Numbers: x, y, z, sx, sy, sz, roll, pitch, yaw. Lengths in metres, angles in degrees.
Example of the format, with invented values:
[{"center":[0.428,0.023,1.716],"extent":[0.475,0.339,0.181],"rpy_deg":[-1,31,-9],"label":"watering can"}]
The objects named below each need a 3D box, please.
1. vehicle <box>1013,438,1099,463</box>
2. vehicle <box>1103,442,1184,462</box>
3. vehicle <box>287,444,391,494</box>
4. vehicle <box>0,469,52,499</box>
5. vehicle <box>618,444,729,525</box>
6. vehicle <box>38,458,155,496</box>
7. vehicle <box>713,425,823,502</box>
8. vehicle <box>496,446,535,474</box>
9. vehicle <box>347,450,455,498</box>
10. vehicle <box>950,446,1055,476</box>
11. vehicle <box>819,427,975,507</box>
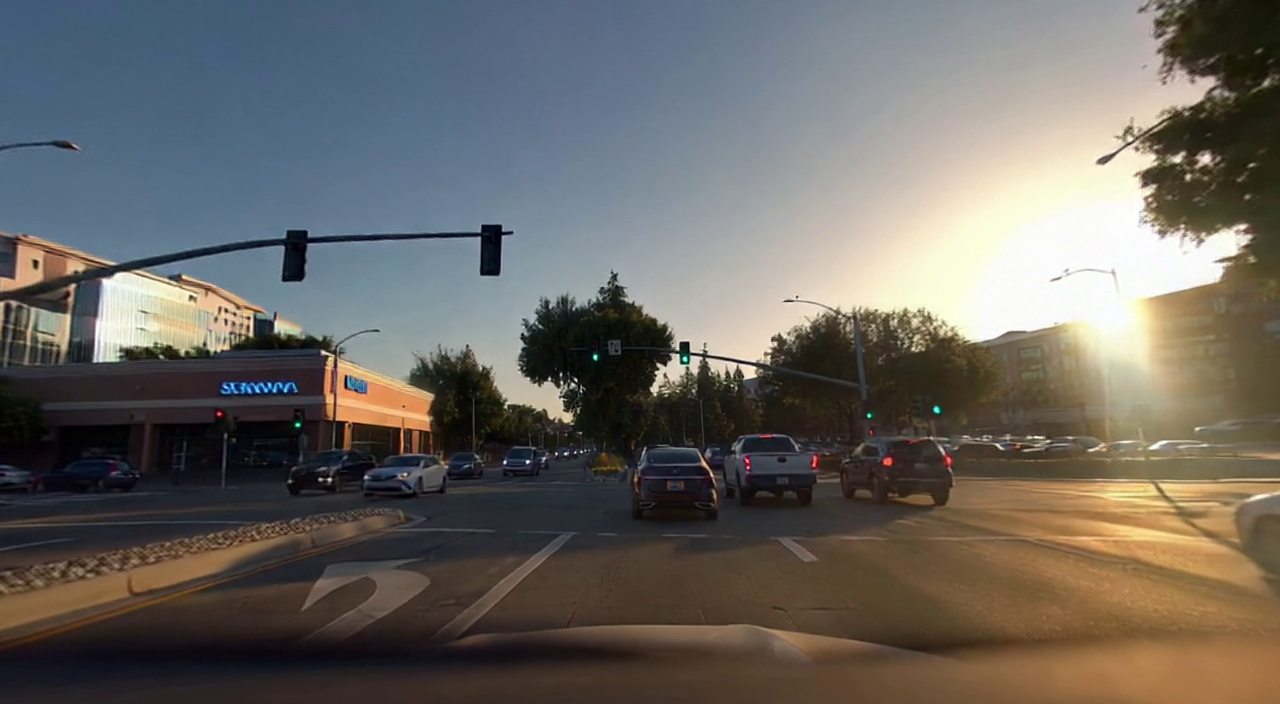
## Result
[{"center":[31.423,7.450,47.751],"extent":[4.885,1.883,2.107],"rpy_deg":[0,-8,1],"label":"vehicle"},{"center":[36.364,7.234,45.636],"extent":[4.230,1.449,1.782],"rpy_deg":[0,-8,1],"label":"vehicle"},{"center":[-12.200,4.718,25.935],"extent":[1.991,1.844,4.393],"rpy_deg":[0,-8,1],"label":"vehicle"},{"center":[-35.191,7.241,34.721],"extent":[4.240,1.437,1.770],"rpy_deg":[-2,-9,10],"label":"vehicle"},{"center":[0.569,2.713,13.503],"extent":[2.038,1.447,3.756],"rpy_deg":[0,-8,-2],"label":"vehicle"},{"center":[-29.046,6.644,33.743],"extent":[4.789,1.828,2.025],"rpy_deg":[-2,-9,11],"label":"vehicle"},{"center":[3.871,3.500,20.290],"extent":[2.358,2.116,5.328],"rpy_deg":[0,-8,-1],"label":"vehicle"},{"center":[-8.349,7.258,42.724],"extent":[1.904,1.789,4.021],"rpy_deg":[0,-8,-1],"label":"vehicle"},{"center":[-8.152,4.173,21.994],"extent":[2.002,1.469,4.301],"rpy_deg":[0,-8,1],"label":"vehicle"},{"center":[18.502,5.591,32.337],"extent":[4.227,1.460,1.777],"rpy_deg":[0,-8,2],"label":"vehicle"},{"center":[7.300,3.315,18.735],"extent":[2.323,2.009,5.266],"rpy_deg":[0,-8,-1],"label":"vehicle"}]
